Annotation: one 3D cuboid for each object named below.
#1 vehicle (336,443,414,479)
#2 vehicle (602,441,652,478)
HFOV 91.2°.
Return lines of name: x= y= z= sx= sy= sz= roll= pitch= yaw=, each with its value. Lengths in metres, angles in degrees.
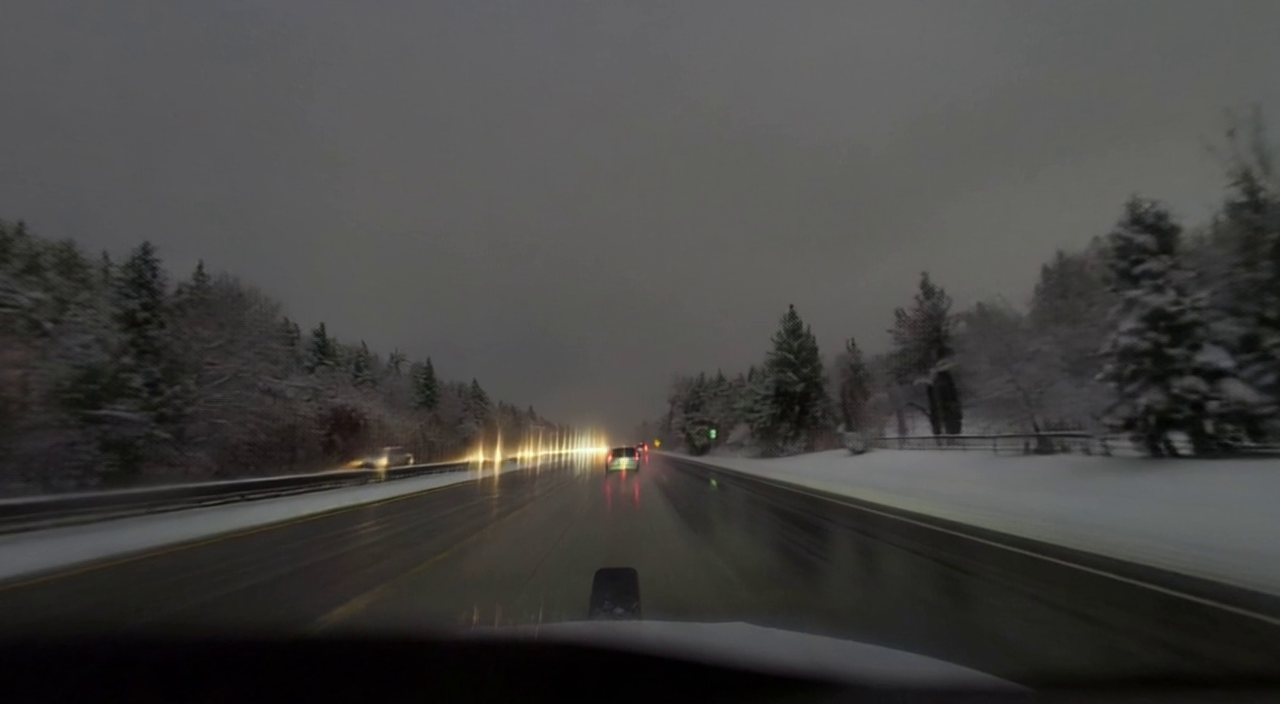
vehicle: x=-13.473 y=5.549 z=32.200 sx=2.040 sy=1.709 sz=4.607 roll=0 pitch=-9 yaw=0
vehicle: x=-0.576 y=4.896 z=28.659 sx=2.095 sy=1.537 sz=4.017 roll=0 pitch=-9 yaw=-1
